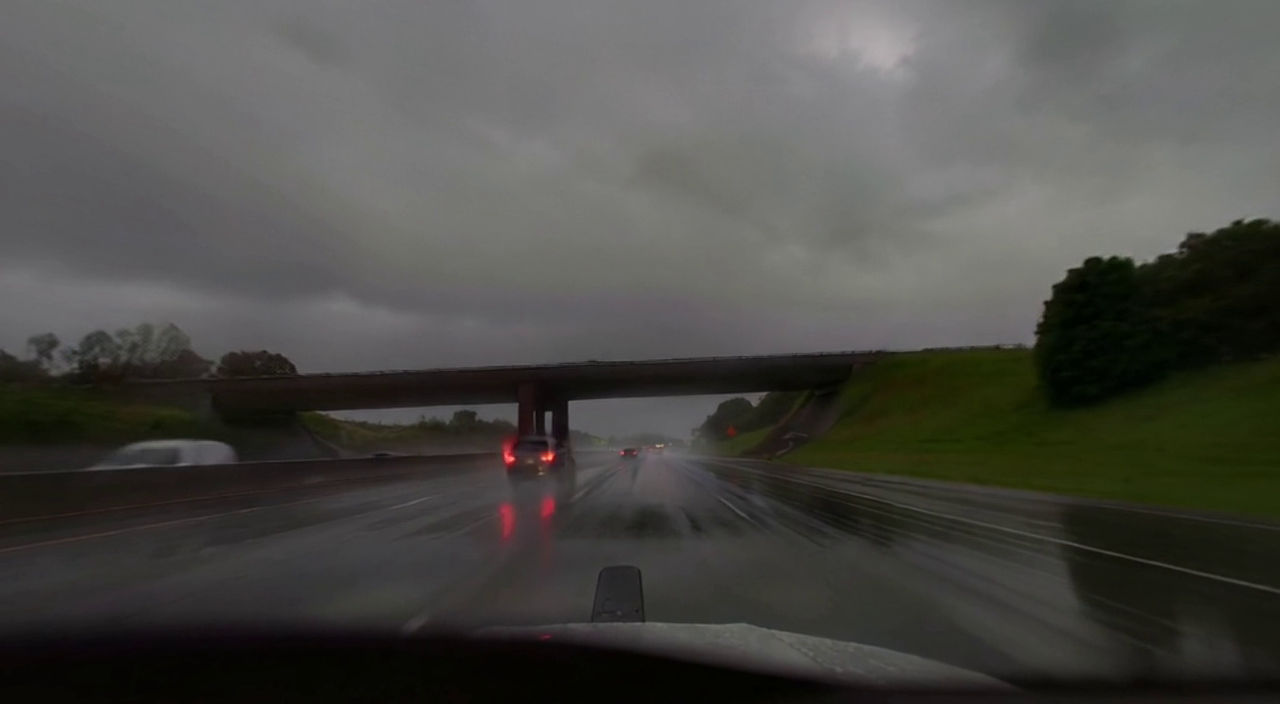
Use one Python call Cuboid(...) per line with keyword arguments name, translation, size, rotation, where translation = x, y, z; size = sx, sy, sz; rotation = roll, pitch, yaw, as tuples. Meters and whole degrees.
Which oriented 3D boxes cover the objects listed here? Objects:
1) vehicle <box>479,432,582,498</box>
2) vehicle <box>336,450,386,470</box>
Cuboid(name="vehicle", translation=(-3.137, 3.367, 19.124), size=(2.181, 1.730, 4.517), rotation=(0, -9, 2))
Cuboid(name="vehicle", translation=(-21.388, 8.297, 48.542), size=(1.812, 1.445, 4.165), rotation=(-1, -9, 2))
